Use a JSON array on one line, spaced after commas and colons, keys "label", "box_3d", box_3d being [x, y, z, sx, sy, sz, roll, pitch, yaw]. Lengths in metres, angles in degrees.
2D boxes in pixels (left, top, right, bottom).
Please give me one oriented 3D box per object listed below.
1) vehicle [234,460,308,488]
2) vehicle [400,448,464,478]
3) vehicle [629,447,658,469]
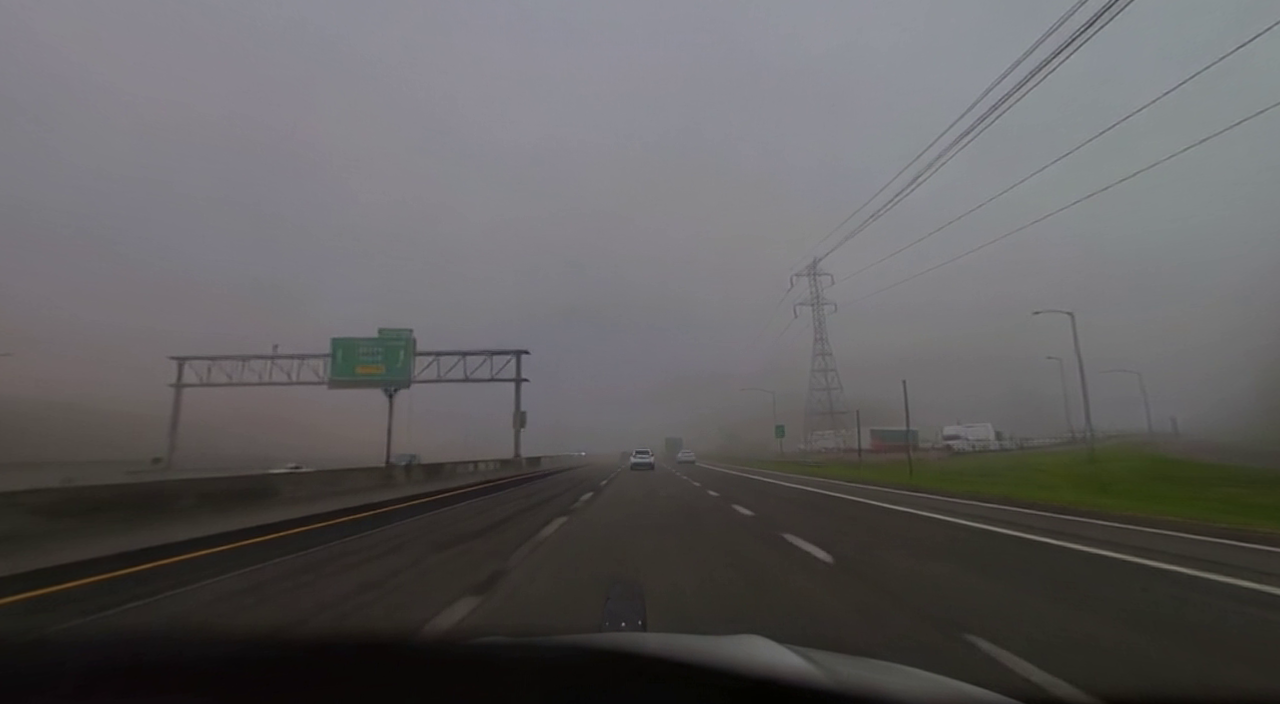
[{"label": "vehicle", "box_3d": [-22.557, 7.434, 38.752, 1.825, 1.524, 4.595, 0, -9, -1]}, {"label": "vehicle", "box_3d": [-11.375, 6.105, 34.851, 1.950, 1.505, 4.757, 0, -9, 0]}, {"label": "vehicle", "box_3d": [0.278, 8.154, 48.430, 2.111, 1.599, 3.859, 0, -9, 0]}]
